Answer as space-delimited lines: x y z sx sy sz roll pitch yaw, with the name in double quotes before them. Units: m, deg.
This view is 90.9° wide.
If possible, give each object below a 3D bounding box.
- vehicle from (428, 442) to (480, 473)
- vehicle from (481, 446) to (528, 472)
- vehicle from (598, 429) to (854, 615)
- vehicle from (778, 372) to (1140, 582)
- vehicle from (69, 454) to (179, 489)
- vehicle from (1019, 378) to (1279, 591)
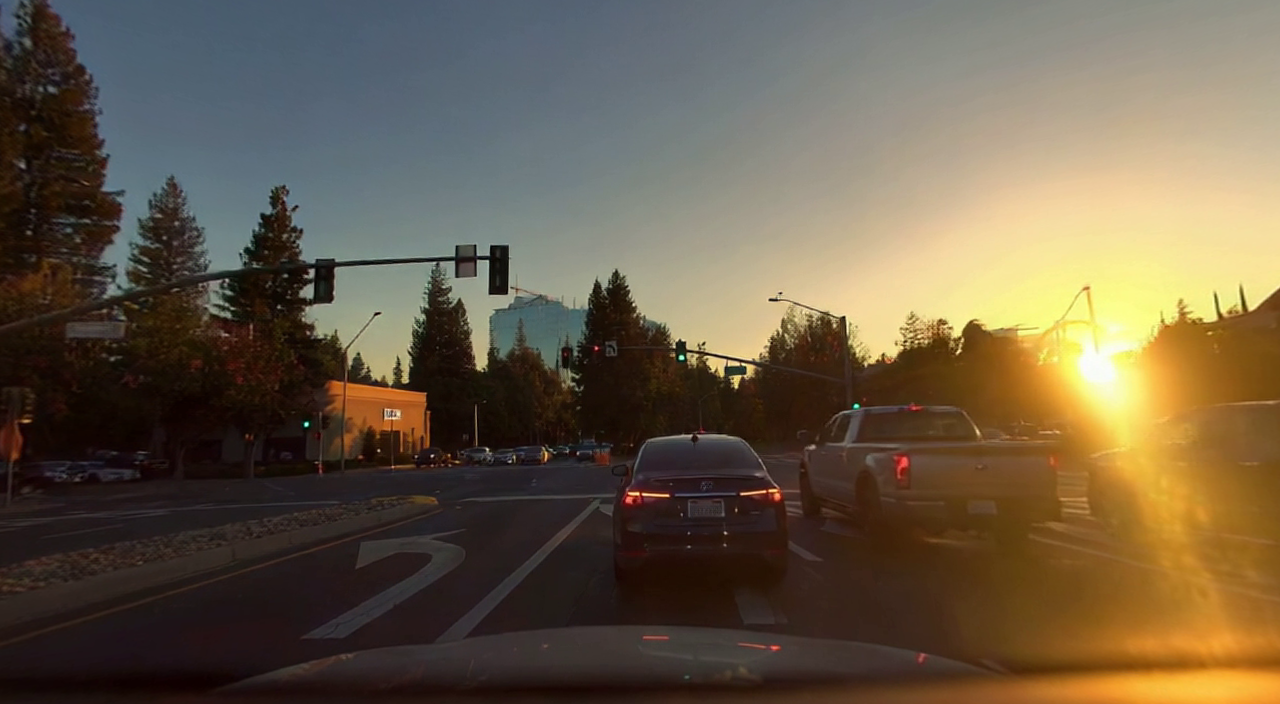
"vehicle" -11.889 6.749 40.624 1.991 1.844 4.393 0 -8 0
"vehicle" -8.357 6.617 39.237 2.002 1.469 4.301 0 -8 -1
"vehicle" 0.600 1.621 6.939 2.038 1.447 3.756 0 -8 -3
"vehicle" 3.827 1.647 9.133 2.358 2.116 5.328 0 -8 -1
"vehicle" -29.078 6.696 35.601 4.789 1.828 2.025 -2 -9 10
"vehicle" 7.264 1.459 7.349 2.323 2.009 5.266 0 -8 -1
